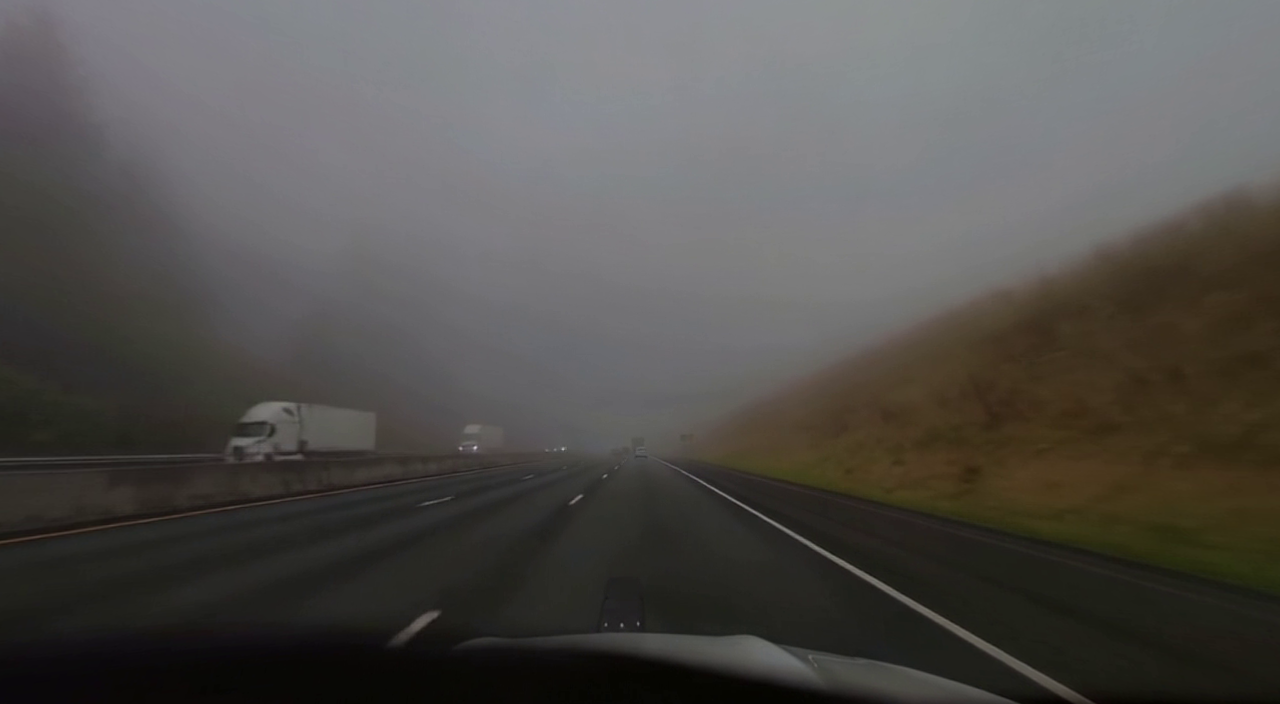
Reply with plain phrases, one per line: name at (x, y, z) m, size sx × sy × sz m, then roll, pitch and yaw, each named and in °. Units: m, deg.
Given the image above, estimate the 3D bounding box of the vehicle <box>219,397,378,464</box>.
vehicle at (-23.041, 5.744, 44.307) m, size 2.900 × 3.886 × 14.872 m, roll 0°, pitch -9°, yaw 0°
